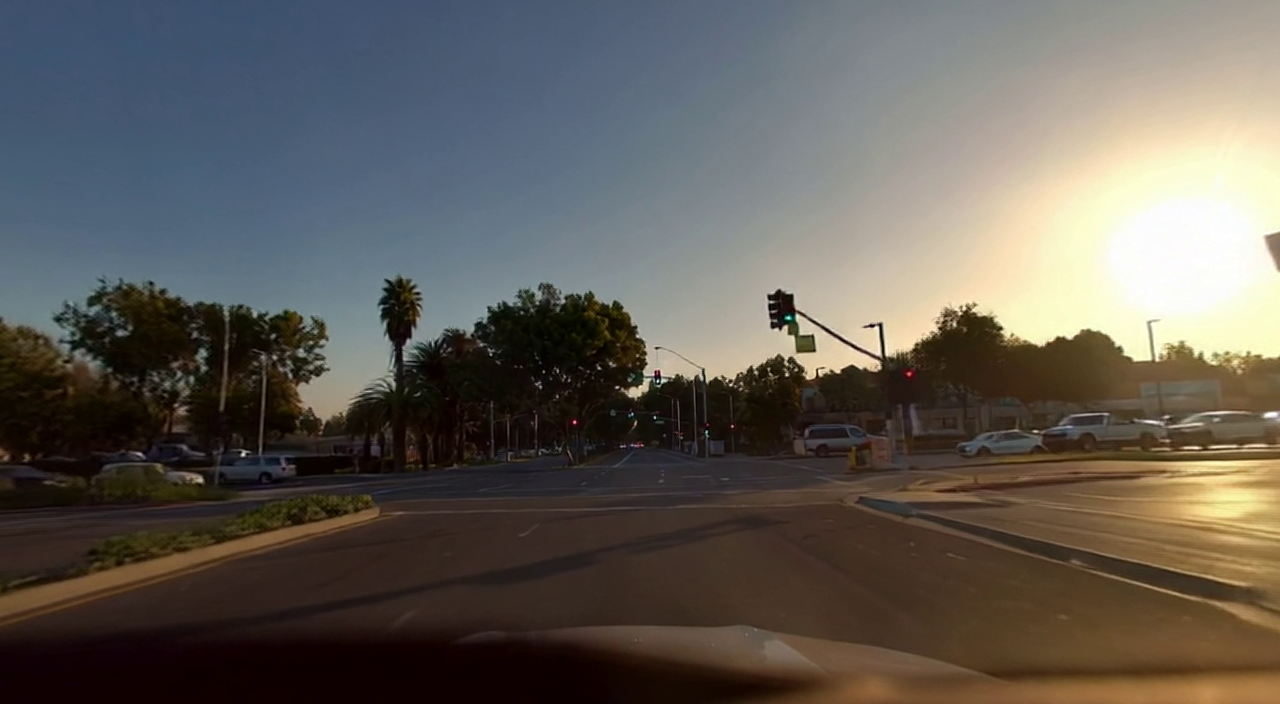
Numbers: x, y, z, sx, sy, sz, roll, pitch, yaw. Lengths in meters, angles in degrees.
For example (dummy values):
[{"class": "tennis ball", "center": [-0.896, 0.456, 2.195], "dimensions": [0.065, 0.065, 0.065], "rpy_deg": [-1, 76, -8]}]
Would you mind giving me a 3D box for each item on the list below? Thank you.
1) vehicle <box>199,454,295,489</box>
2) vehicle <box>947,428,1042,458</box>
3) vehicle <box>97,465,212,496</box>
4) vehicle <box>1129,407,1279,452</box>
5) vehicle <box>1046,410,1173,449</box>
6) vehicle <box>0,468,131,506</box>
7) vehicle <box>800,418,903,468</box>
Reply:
[{"class": "vehicle", "center": [-25.958, 7.899, 41.853], "dimensions": [5.056, 1.839, 1.957], "rpy_deg": [-3, -6, -2]}, {"class": "vehicle", "center": [21.618, 5.584, 38.601], "dimensions": [4.578, 1.756, 2.042], "rpy_deg": [1, -9, -4]}, {"class": "vehicle", "center": [-25.862, 6.867, 33.795], "dimensions": [4.448, 1.525, 1.835], "rpy_deg": [1, -9, -5]}, {"class": "vehicle", "center": [30.058, 4.137, 33.595], "dimensions": [6.052, 2.171, 2.511], "rpy_deg": [0, -9, -4]}, {"class": "vehicle", "center": [28.915, 4.811, 39.102], "dimensions": [5.625, 2.303, 2.592], "rpy_deg": [0, -9, 2]}, {"class": "vehicle", "center": [-25.645, 5.964, 28.077], "dimensions": [4.407, 1.565, 1.861], "rpy_deg": [0, -9, 2]}, {"class": "vehicle", "center": [13.277, 5.909, 40.957], "dimensions": [2.944, 2.783, 10.332], "rpy_deg": [0, -9, -1]}]
